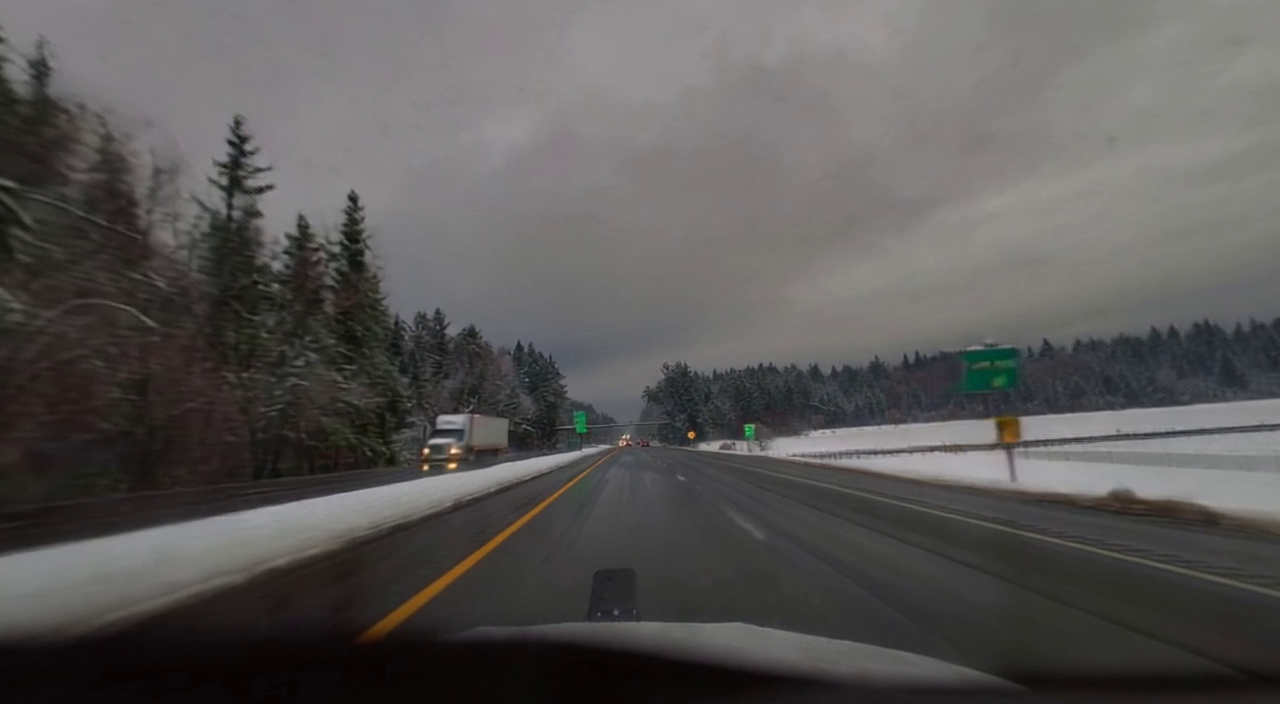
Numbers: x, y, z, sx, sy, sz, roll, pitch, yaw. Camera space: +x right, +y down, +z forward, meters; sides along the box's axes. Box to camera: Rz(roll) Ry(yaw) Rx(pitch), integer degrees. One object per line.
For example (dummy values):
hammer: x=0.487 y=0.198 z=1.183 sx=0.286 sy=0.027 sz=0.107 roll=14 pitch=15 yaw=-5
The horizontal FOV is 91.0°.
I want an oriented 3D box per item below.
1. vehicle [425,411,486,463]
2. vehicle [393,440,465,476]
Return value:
vehicle: x=-14.260 y=6.681 z=49.241 sx=3.005 sy=3.778 sz=5.807 roll=0 pitch=-8 yaw=-1
vehicle: x=-9.716 y=4.903 z=29.299 sx=2.050 sy=1.530 sz=3.894 roll=0 pitch=-8 yaw=-1
